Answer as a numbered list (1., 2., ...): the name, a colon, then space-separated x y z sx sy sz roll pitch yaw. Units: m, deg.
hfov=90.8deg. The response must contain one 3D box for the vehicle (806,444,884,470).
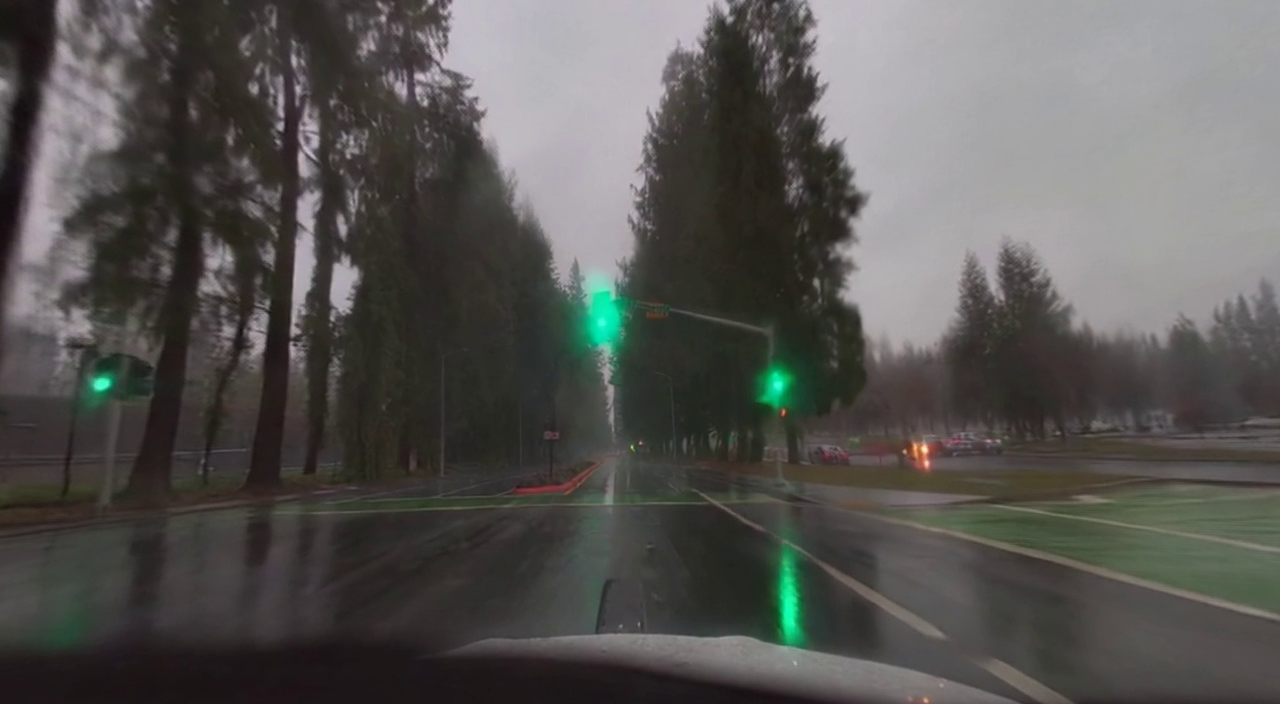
1. vehicle: 14.035 7.242 43.494 4.725 1.716 2.003 0 -11 4

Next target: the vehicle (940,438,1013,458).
1. vehicle: 26.373 7.564 49.615 4.603 1.484 1.891 0 -10 -1

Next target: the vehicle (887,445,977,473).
1. vehicle: 15.246 5.619 33.138 3.914 1.415 1.626 0 -9 2
